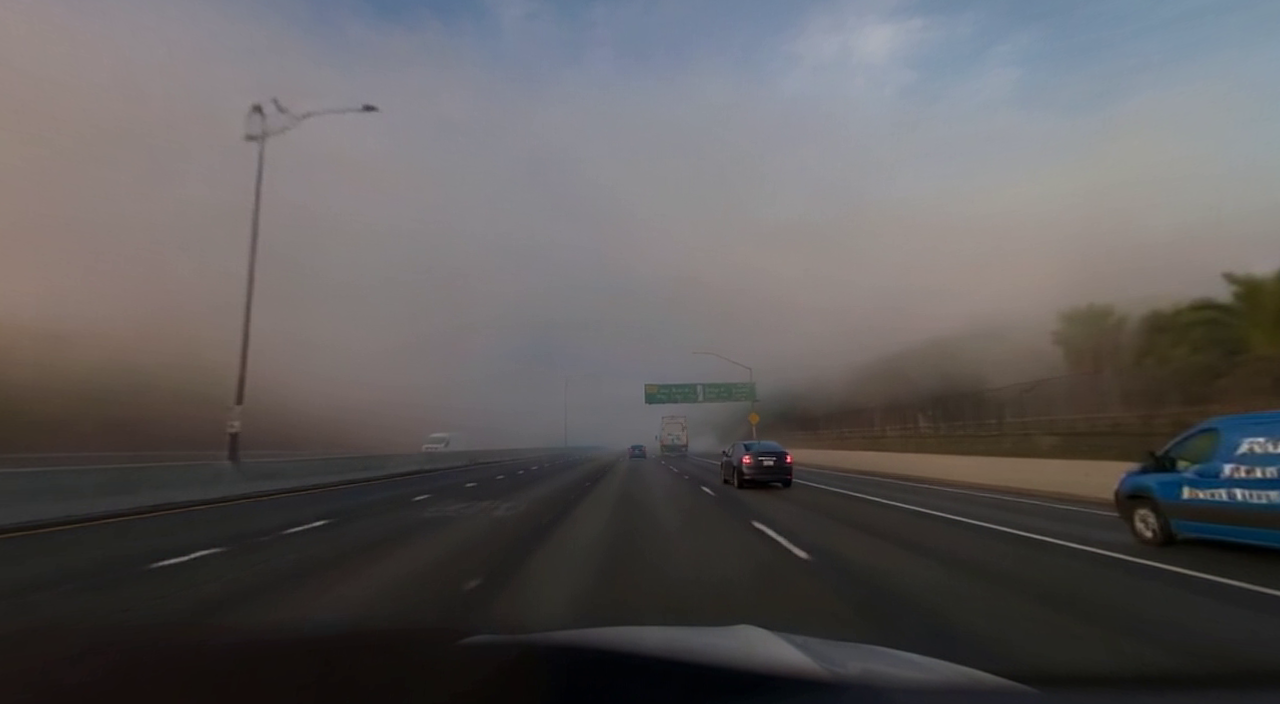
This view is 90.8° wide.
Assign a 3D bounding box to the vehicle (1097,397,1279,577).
[{"bbox_3d":[7.588,1.350,6.307,2.266,1.799,4.947,0,-9,-1],"label":"vehicle"}]

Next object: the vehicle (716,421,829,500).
[{"bbox_3d":[3.547,3.030,17.990,2.035,1.931,4.841,0,-9,-2],"label":"vehicle"}]
